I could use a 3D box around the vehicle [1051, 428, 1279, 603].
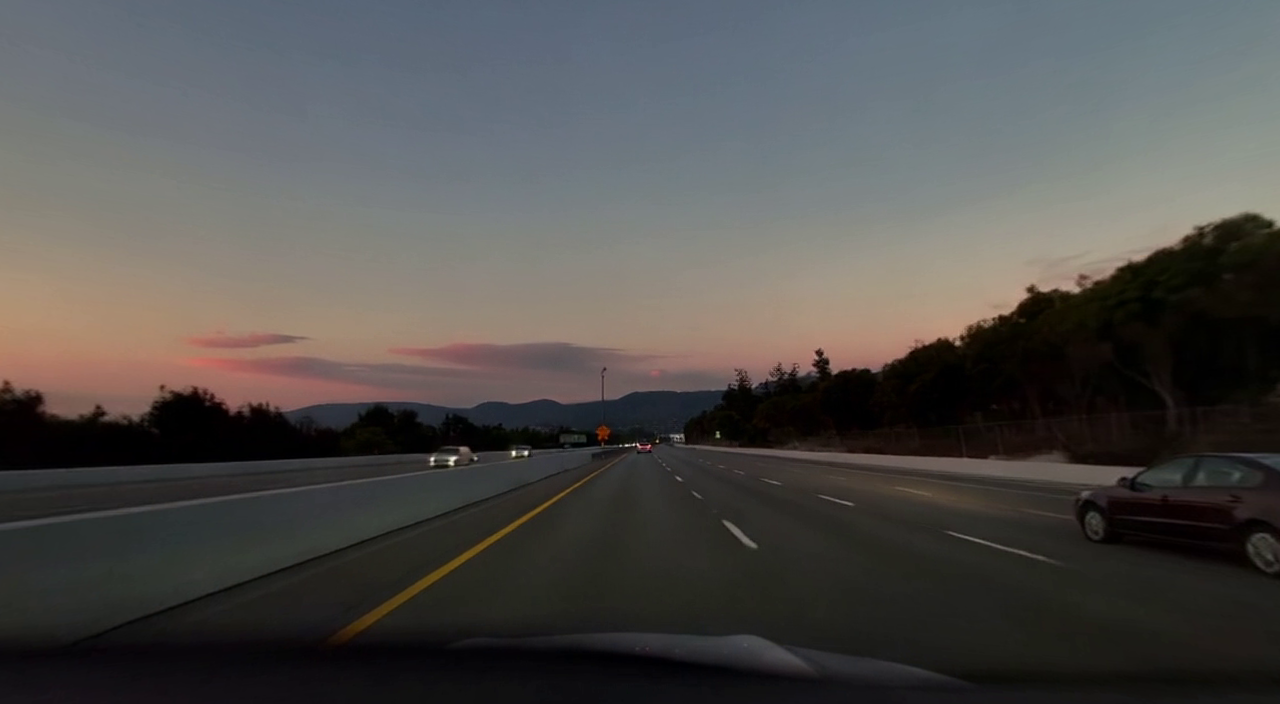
[{"bbox_3d":[6.675,1.517,6.105,2.093,1.525,4.865,0,-8,0],"label":"vehicle"}]

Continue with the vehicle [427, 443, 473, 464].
[{"bbox_3d":[-14.713,7.908,49.118,2.080,1.522,4.585,0,-8,0],"label":"vehicle"}]
